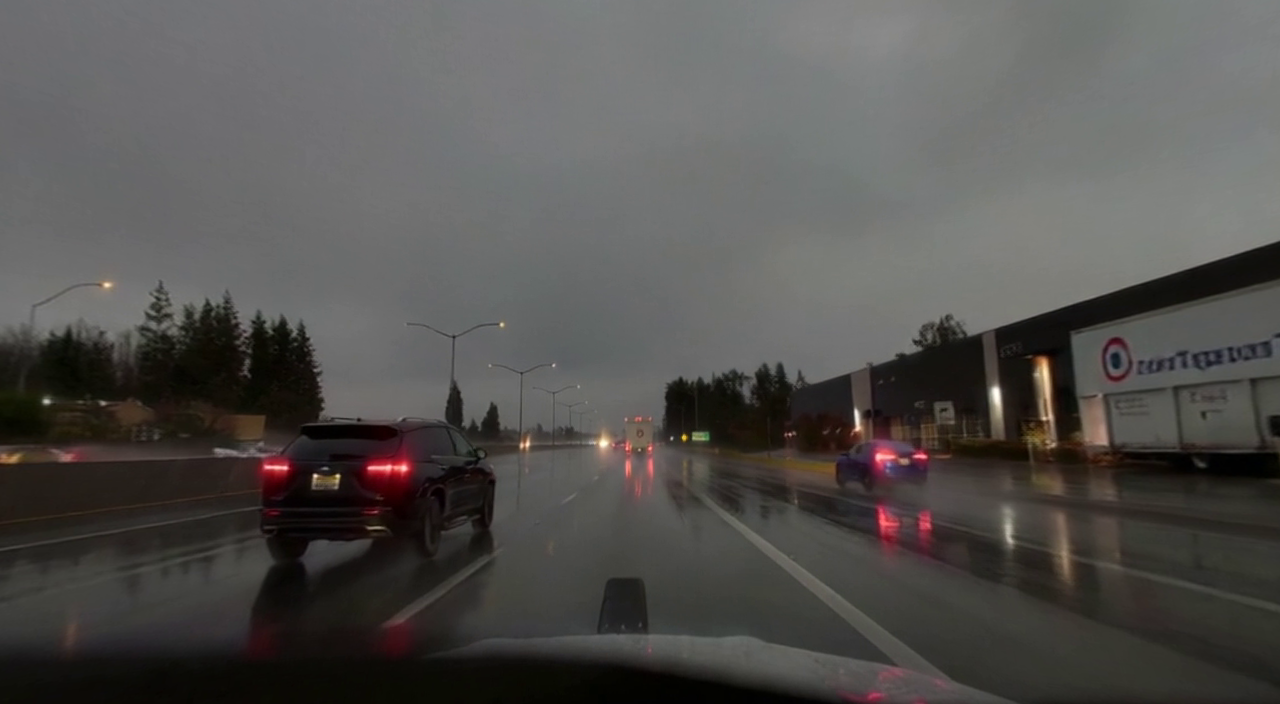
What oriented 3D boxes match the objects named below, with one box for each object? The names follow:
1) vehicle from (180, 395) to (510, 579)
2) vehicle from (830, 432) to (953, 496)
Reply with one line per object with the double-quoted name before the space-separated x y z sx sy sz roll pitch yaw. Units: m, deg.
"vehicle" -3.464 1.712 8.809 2.178 1.826 4.933 0 -8 1
"vehicle" 7.372 3.300 18.893 1.958 1.681 4.109 0 -8 0
